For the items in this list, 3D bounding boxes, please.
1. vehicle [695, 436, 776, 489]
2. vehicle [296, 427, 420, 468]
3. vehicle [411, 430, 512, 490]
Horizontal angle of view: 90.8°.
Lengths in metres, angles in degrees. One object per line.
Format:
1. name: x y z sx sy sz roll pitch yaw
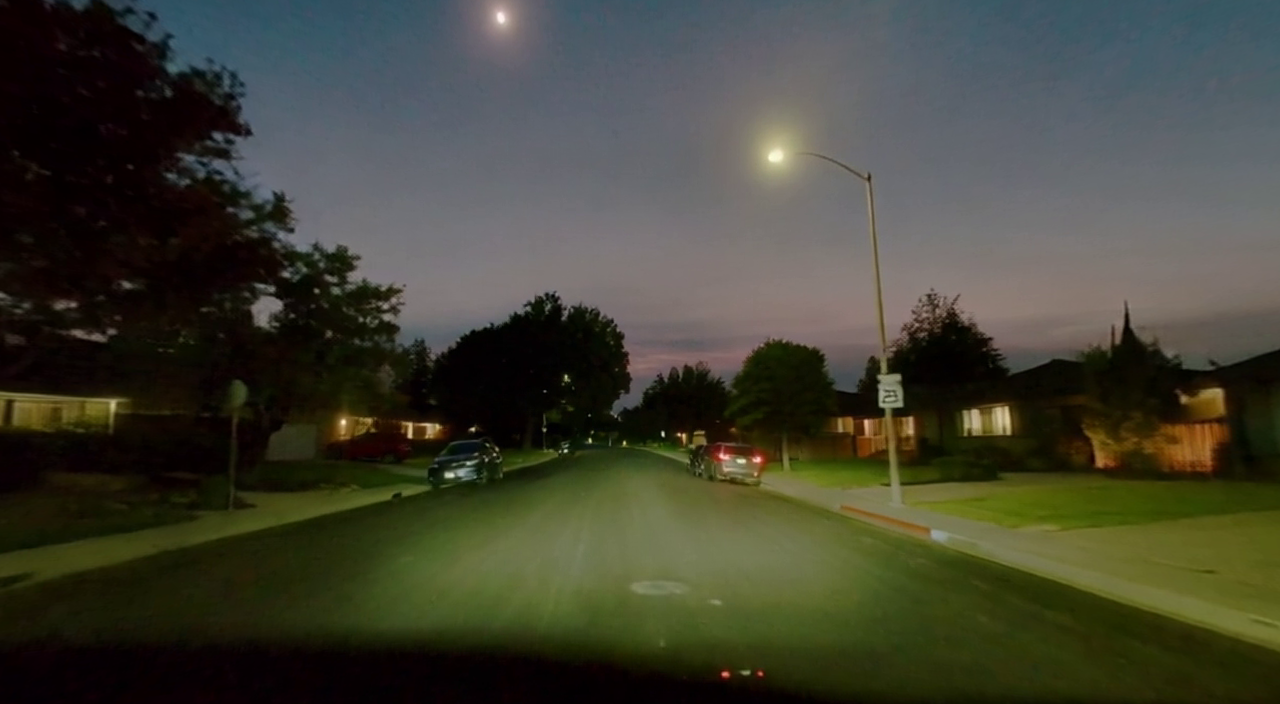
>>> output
1. vehicle: 3.348 3.989 23.079 2.033 1.730 4.554 0 -9 -2
2. vehicle: -13.634 4.657 30.776 5.024 1.903 2.102 0 -9 0
3. vehicle: -6.467 4.025 23.774 2.322 1.949 5.695 -1 -9 -2
